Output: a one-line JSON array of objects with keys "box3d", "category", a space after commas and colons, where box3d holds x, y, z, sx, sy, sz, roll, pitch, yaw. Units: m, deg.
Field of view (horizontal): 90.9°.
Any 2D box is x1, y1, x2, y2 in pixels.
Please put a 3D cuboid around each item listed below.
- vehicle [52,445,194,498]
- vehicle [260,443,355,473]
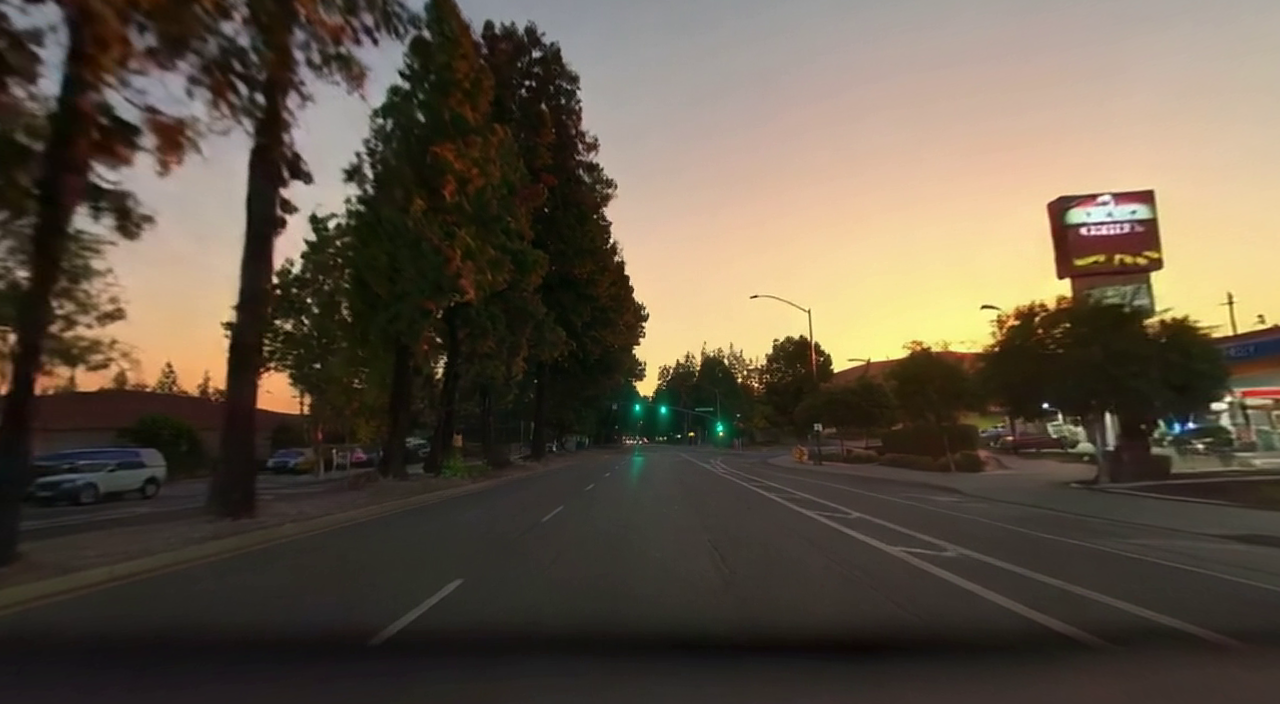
[{"box3d": [-24.290, 5.594, 29.751, 5.040, 2.072, 1.949, -2, -5, 0], "category": "vehicle"}, {"box3d": [-22.635, 7.206, 43.150, 5.215, 1.887, 2.213, 1, -8, -8], "category": "vehicle"}]
